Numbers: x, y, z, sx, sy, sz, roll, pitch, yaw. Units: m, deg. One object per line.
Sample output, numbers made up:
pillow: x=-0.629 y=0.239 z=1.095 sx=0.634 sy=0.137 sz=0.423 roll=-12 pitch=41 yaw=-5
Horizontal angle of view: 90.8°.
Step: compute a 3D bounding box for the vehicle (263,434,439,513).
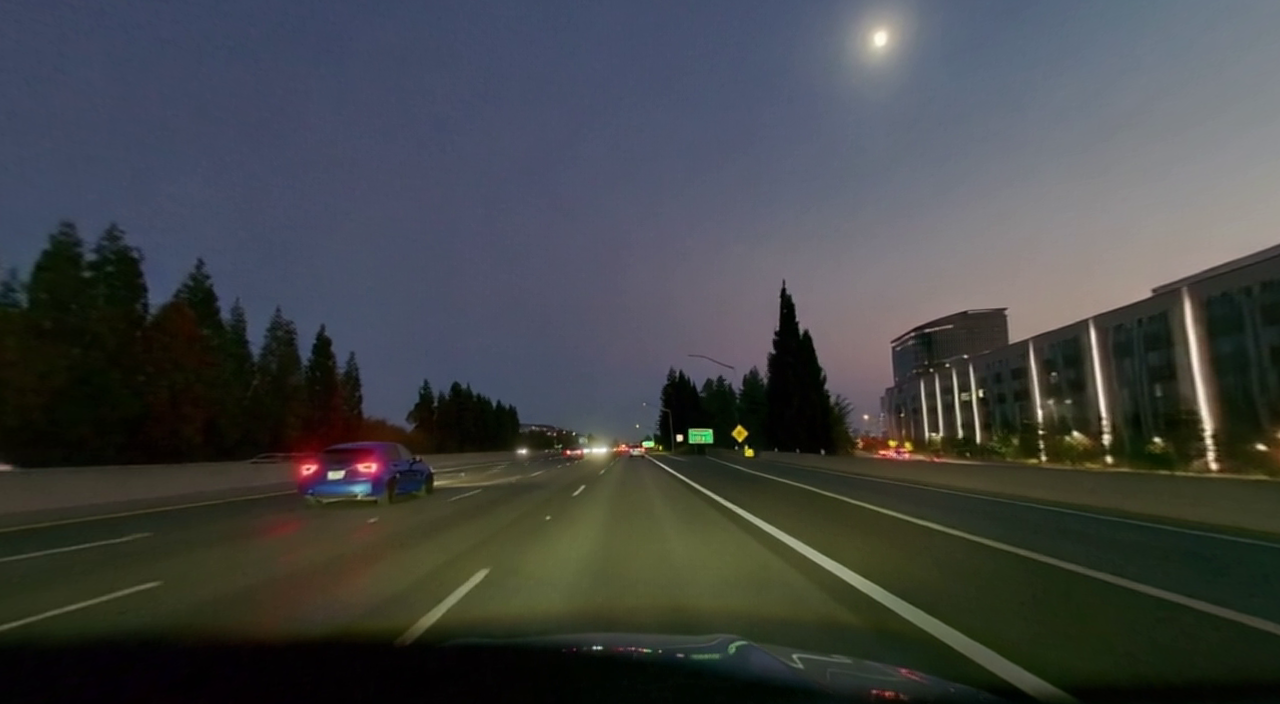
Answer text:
vehicle: x=-6.731 y=2.872 z=15.477 sx=2.016 sy=1.606 sz=4.806 roll=0 pitch=-9 yaw=0
